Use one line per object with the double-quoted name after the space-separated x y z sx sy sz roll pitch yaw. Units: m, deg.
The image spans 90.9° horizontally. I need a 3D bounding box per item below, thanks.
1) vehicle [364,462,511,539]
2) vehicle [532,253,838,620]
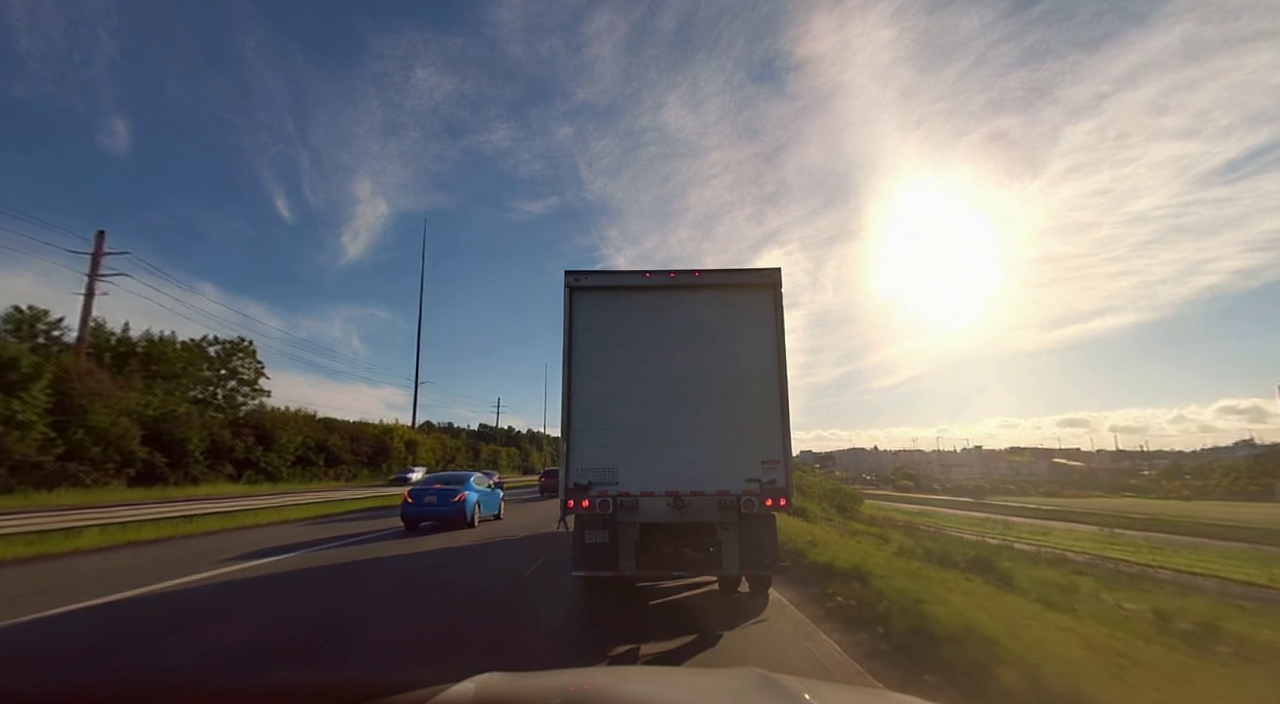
-4.444 3.342 14.644 1.891 1.469 4.431 1 -11 0 "vehicle"
0.607 1.525 10.430 2.831 3.529 8.689 0 -11 3 "vehicle"
